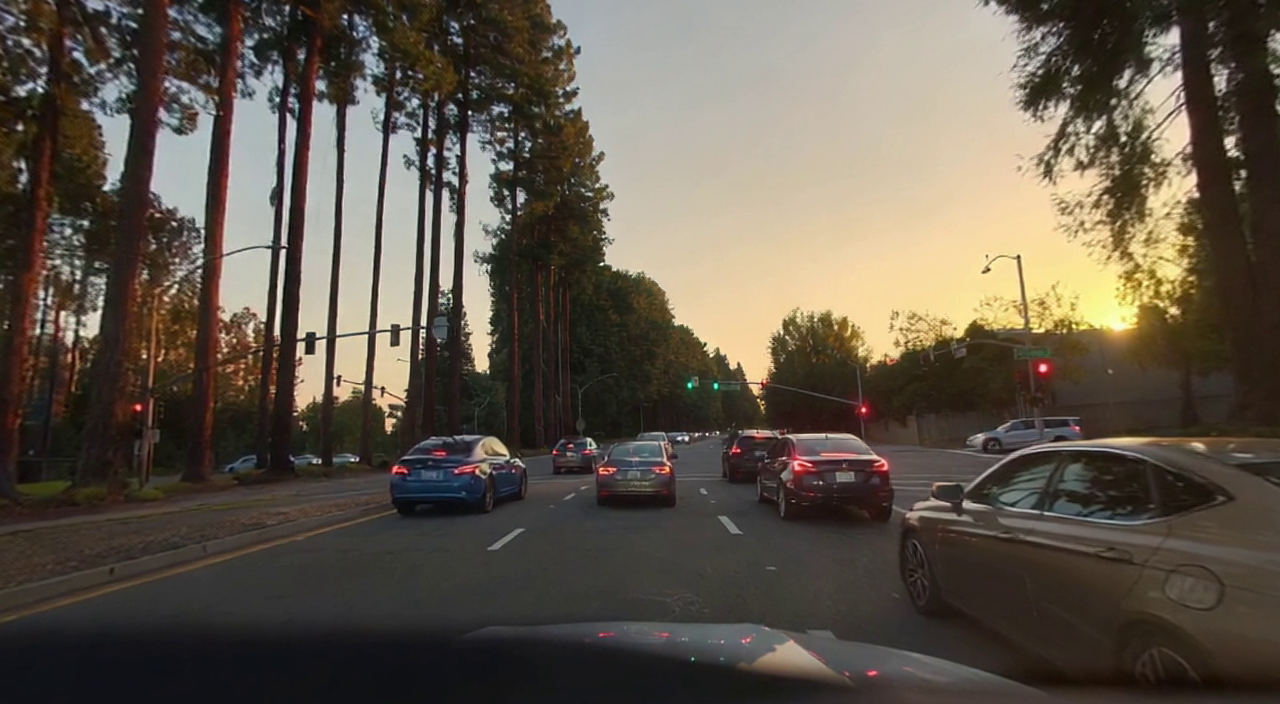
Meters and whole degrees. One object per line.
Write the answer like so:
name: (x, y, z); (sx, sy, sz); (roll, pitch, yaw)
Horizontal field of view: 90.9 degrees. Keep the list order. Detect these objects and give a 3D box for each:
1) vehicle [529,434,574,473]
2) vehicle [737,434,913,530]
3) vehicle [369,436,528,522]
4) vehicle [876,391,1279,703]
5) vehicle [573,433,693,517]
vehicle: (-4.266, 4.816, 30.208); (1.961, 1.714, 4.268); (1, -8, -8)
vehicle: (3.175, 2.292, 11.895); (1.975, 1.460, 4.357); (0, -8, 0)
vehicle: (-3.763, 2.556, 13.321); (1.935, 1.482, 4.433); (0, -8, 0)
vehicle: (3.133, 1.098, 3.630); (1.903, 1.480, 4.270); (0, -8, 0)
vehicle: (-0.131, 2.494, 13.284); (2.147, 1.479, 3.803); (0, -8, 0)
